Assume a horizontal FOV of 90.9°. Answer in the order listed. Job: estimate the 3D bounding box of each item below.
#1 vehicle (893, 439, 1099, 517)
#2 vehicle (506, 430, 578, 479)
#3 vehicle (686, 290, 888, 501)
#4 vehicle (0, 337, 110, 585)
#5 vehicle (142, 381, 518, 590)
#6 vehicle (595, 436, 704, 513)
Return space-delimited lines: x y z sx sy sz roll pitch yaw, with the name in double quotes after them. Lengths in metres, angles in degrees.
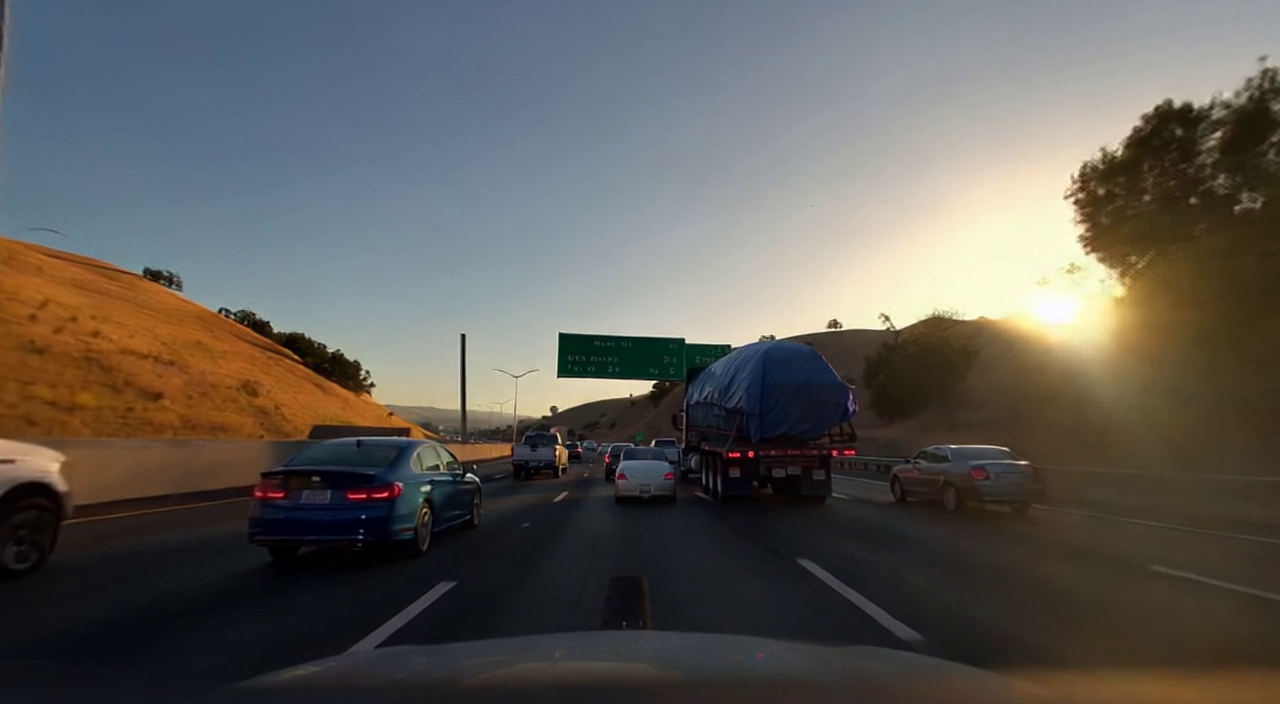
7.748 2.739 14.332 2.092 1.495 4.194 0 -8 -2 "vehicle"
-3.933 4.197 26.173 2.348 1.821 5.061 0 -8 -2 "vehicle"
3.199 1.580 17.640 2.759 4.098 10.906 0 -8 -1 "vehicle"
-7.559 0.666 3.454 3.150 2.303 7.133 0 -8 -1 "vehicle"
-3.351 1.603 8.515 2.318 1.902 5.374 0 -8 0 "vehicle"
0.137 2.658 14.206 2.105 1.471 3.978 0 -8 -1 "vehicle"
